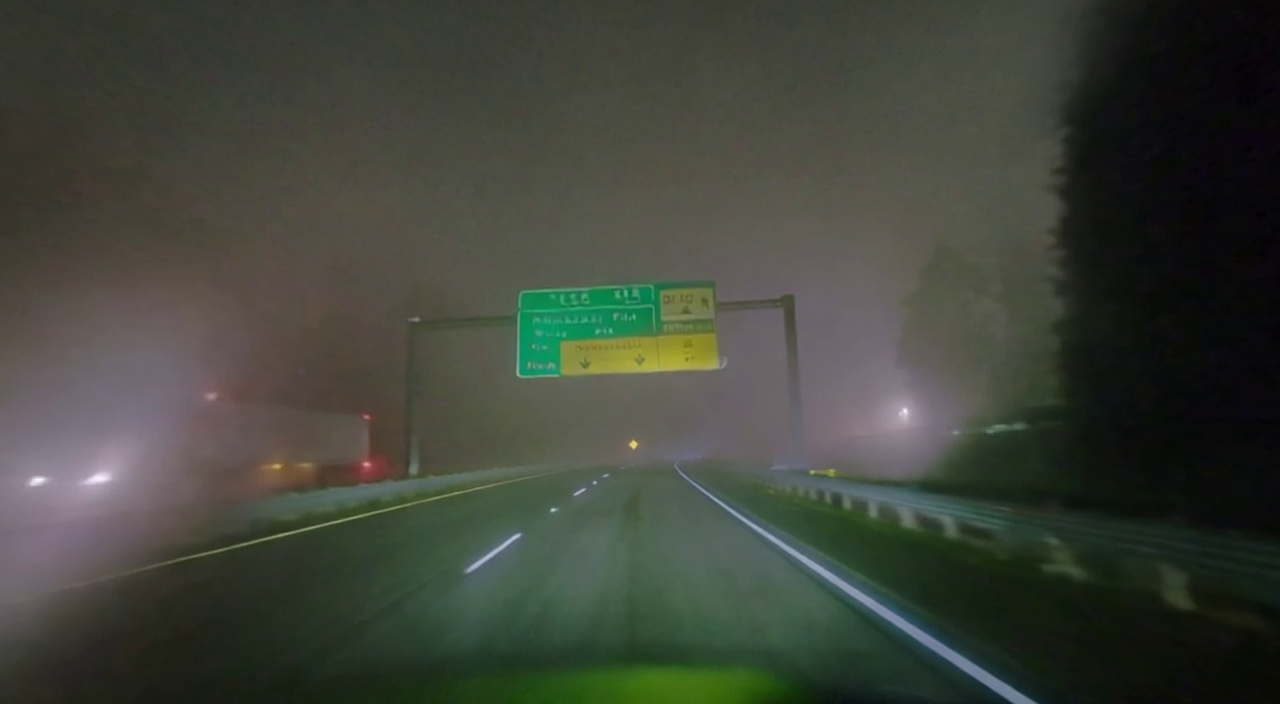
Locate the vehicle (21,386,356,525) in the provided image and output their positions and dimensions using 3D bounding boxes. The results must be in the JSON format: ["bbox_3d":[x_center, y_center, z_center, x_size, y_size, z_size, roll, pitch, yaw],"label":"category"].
[{"bbox_3d":[-16.407,4.101,25.447,2.910,4.014,14.092,-1,-9,1],"label":"vehicle"}]
